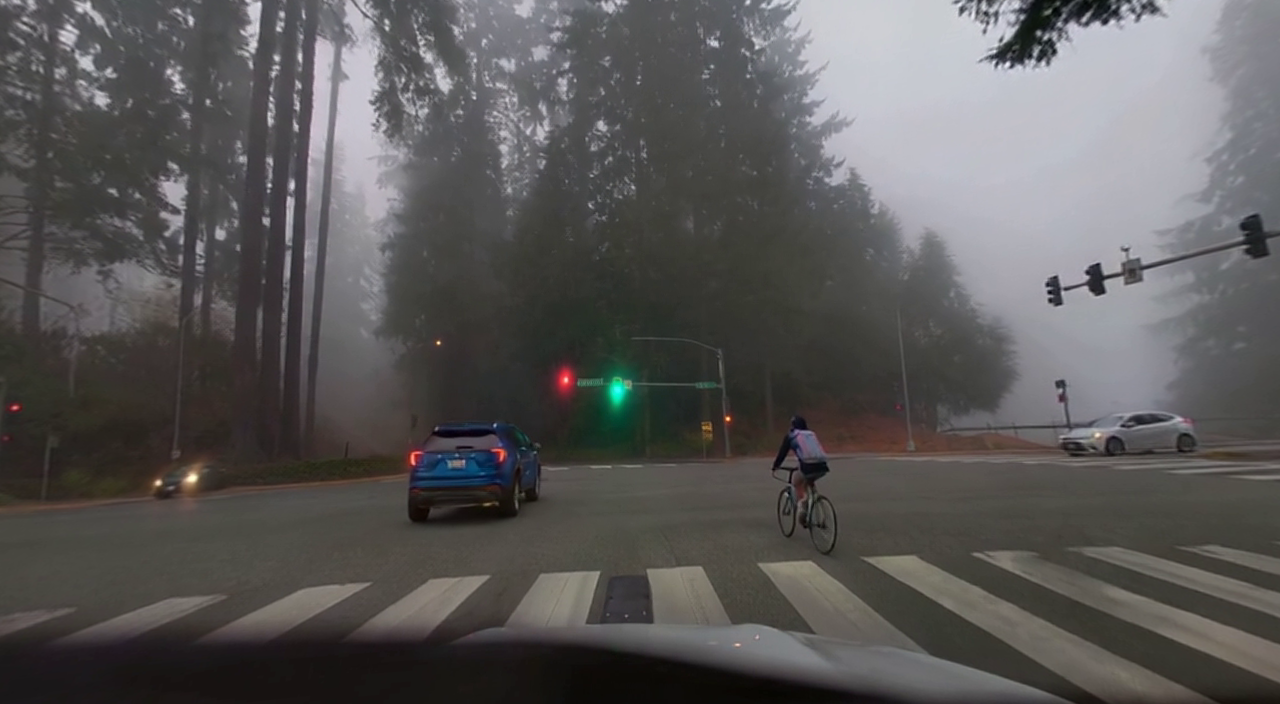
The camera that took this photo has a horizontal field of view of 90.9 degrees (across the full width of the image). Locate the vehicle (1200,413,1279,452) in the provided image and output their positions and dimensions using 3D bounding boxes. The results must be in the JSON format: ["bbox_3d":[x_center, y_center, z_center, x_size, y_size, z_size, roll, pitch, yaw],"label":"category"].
[{"bbox_3d":[25.839,3.294,25.649,4.716,1.507,1.904,2,-8,-10],"label":"vehicle"}]

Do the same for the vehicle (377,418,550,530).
[{"bbox_3d":[-3.148,2.285,12.400,2.049,1.756,4.602,0,-8,0],"label":"vehicle"}]

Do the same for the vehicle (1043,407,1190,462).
[{"bbox_3d":[18.630,3.258,24.754,4.237,1.948,1.997,0,-9,-9],"label":"vehicle"}]

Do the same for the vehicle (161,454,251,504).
[{"bbox_3d":[-15.301,4.423,22.481,2.171,1.474,4.513,5,-10,-29],"label":"vehicle"}]
